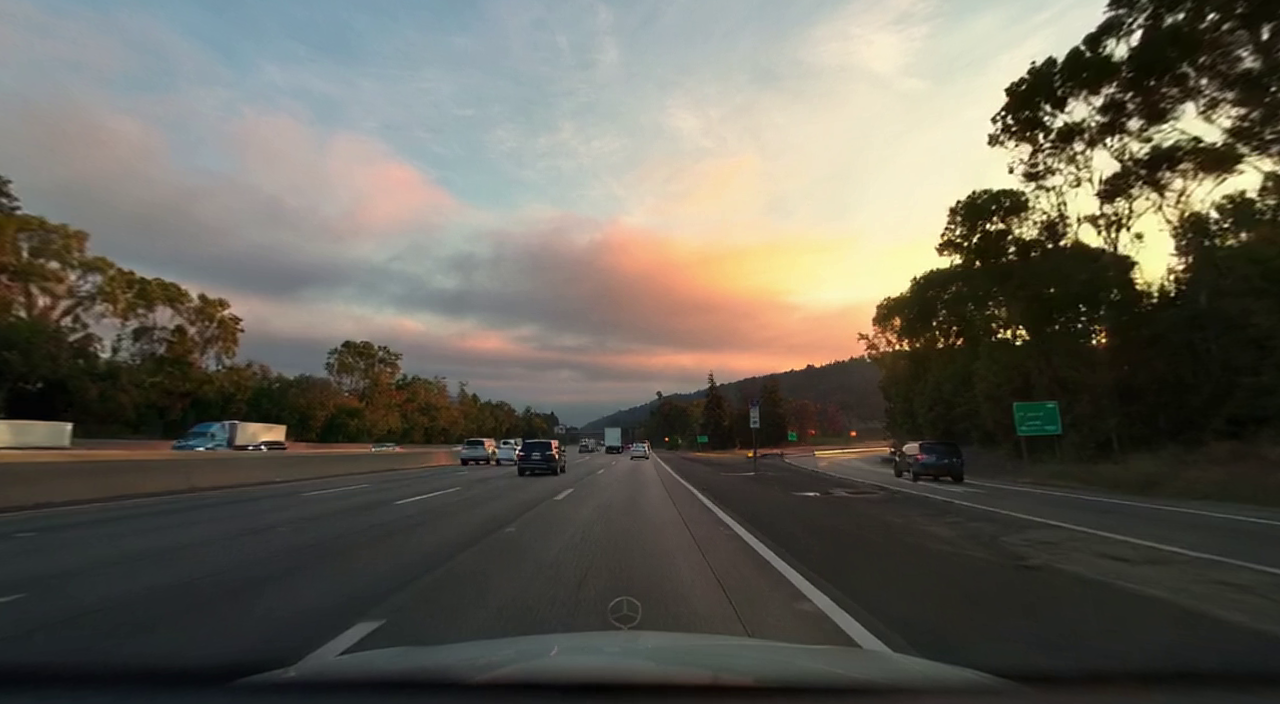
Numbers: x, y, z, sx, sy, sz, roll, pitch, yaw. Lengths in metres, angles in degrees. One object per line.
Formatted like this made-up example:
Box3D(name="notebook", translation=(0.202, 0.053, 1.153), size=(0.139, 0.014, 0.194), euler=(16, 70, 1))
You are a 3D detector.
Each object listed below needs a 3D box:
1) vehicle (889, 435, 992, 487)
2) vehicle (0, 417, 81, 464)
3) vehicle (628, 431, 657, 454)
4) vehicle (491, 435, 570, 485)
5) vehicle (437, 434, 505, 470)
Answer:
Box3D(name="vehicle", translation=(11.706, 4.266, 24.972), size=(2.200, 1.827, 4.822), euler=(-1, -9, 7))
Box3D(name="vehicle", translation=(-43.781, 6.145, 43.346), size=(3.010, 3.066, 8.118), euler=(0, -9, 0))
Box3D(name="vehicle", translation=(0.210, 7.140, 49.437), size=(2.146, 1.687, 4.341), euler=(0, -9, 1))
Box3D(name="vehicle", translation=(-3.929, 3.973, 23.429), size=(2.094, 1.695, 4.260), euler=(0, -9, 1))
Box3D(name="vehicle", translation=(-10.494, 6.298, 39.811), size=(2.519, 2.029, 6.180), euler=(0, -9, 1))
